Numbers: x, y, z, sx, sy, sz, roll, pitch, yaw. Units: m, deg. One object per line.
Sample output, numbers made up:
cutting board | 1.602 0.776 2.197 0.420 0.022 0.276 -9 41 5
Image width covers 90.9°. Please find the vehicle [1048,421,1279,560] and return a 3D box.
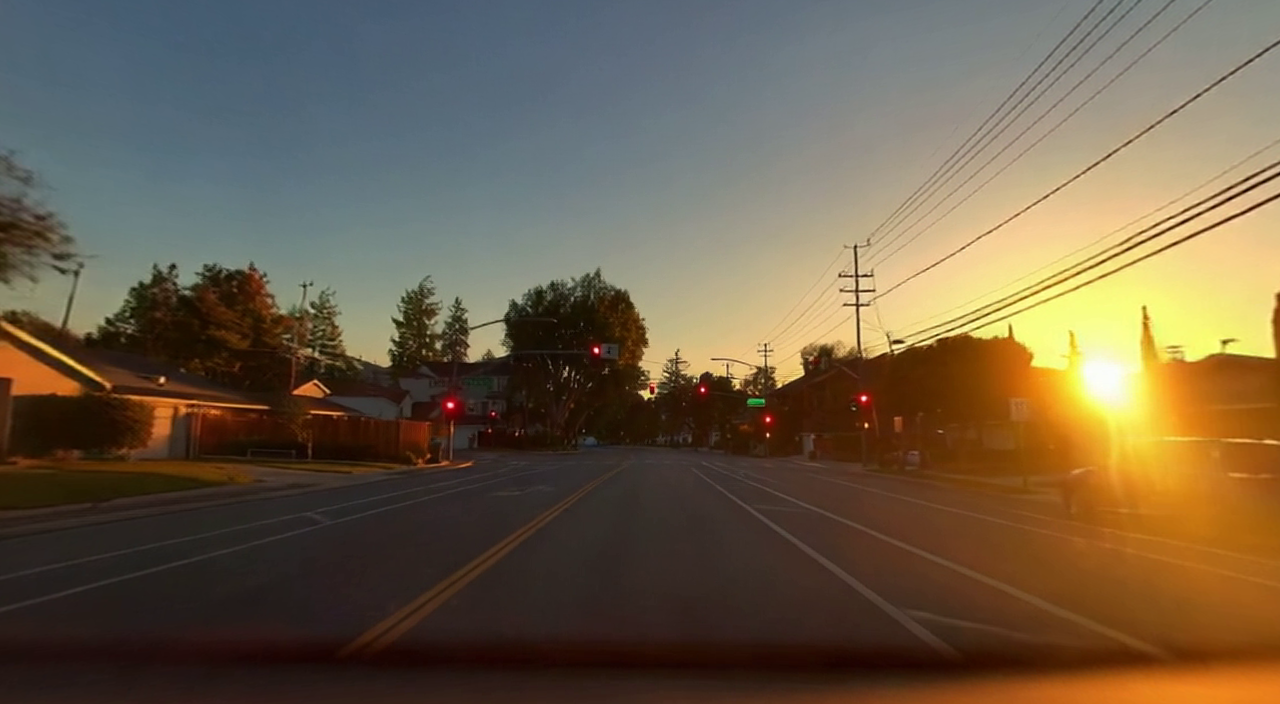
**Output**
vehicle | 9.422 2.127 10.428 2.170 1.771 4.908 0 -8 3
